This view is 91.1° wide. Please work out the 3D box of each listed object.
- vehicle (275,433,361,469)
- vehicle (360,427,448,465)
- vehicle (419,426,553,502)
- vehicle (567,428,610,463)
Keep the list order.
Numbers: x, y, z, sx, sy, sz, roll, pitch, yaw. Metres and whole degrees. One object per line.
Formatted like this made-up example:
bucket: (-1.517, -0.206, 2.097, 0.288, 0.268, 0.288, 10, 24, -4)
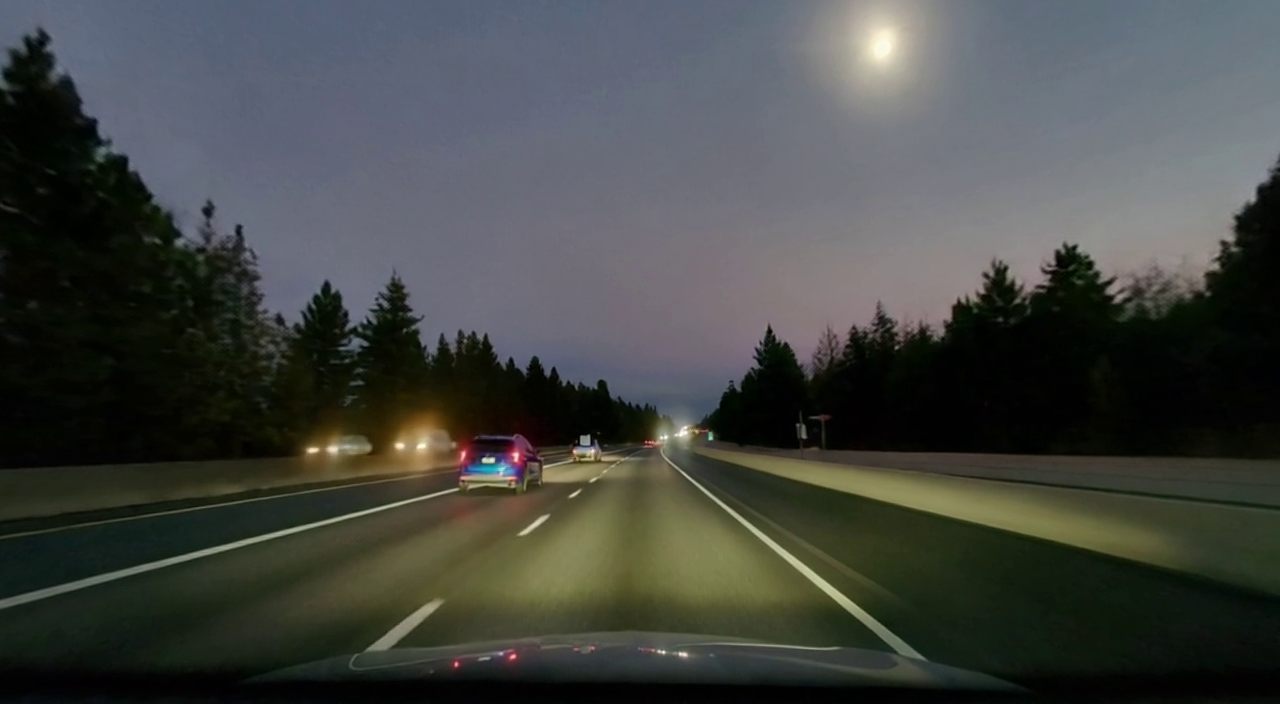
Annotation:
vehicle: (-17.146, 5.303, 33.714, 2.072, 1.769, 4.653, 0, -8, 1)
vehicle: (-12.736, 5.144, 34.427, 2.332, 1.841, 5.962, 0, -8, 2)
vehicle: (-3.612, 2.733, 15.770, 2.053, 1.589, 4.671, 0, -8, 2)
vehicle: (-3.262, 6.040, 40.690, 2.241, 2.095, 4.985, 0, -8, 2)
